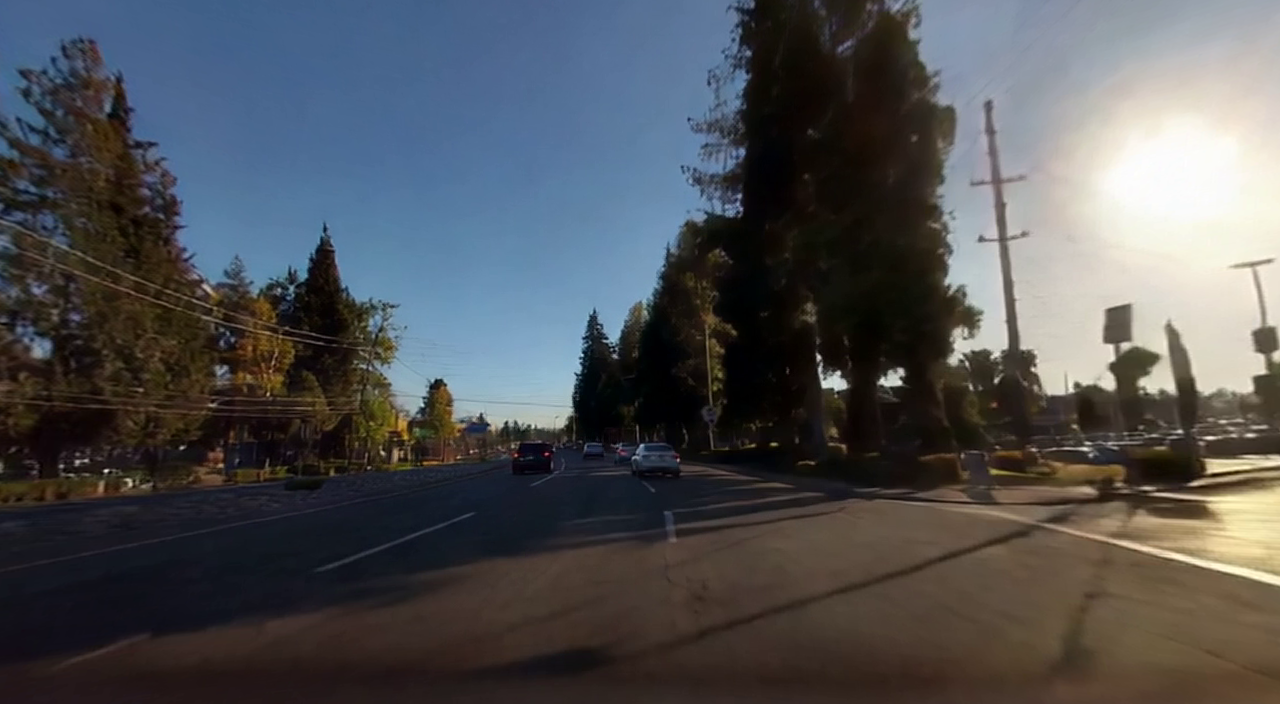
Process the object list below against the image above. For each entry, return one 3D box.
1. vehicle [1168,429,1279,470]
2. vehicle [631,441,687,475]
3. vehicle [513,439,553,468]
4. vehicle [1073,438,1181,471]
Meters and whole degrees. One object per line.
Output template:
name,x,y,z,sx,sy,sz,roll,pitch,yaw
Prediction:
vehicle,25.359,4.103,26.233,4.834,1.495,1.785,1,-9,12
vehicle,0.791,4.947,29.717,2.130,1.476,4.453,1,-8,-4
vehicle,-6.955,6.642,41.347,2.195,1.752,4.515,1,-8,-5
vehicle,27.452,5.812,35.723,4.350,1.447,1.696,-7,-10,14
